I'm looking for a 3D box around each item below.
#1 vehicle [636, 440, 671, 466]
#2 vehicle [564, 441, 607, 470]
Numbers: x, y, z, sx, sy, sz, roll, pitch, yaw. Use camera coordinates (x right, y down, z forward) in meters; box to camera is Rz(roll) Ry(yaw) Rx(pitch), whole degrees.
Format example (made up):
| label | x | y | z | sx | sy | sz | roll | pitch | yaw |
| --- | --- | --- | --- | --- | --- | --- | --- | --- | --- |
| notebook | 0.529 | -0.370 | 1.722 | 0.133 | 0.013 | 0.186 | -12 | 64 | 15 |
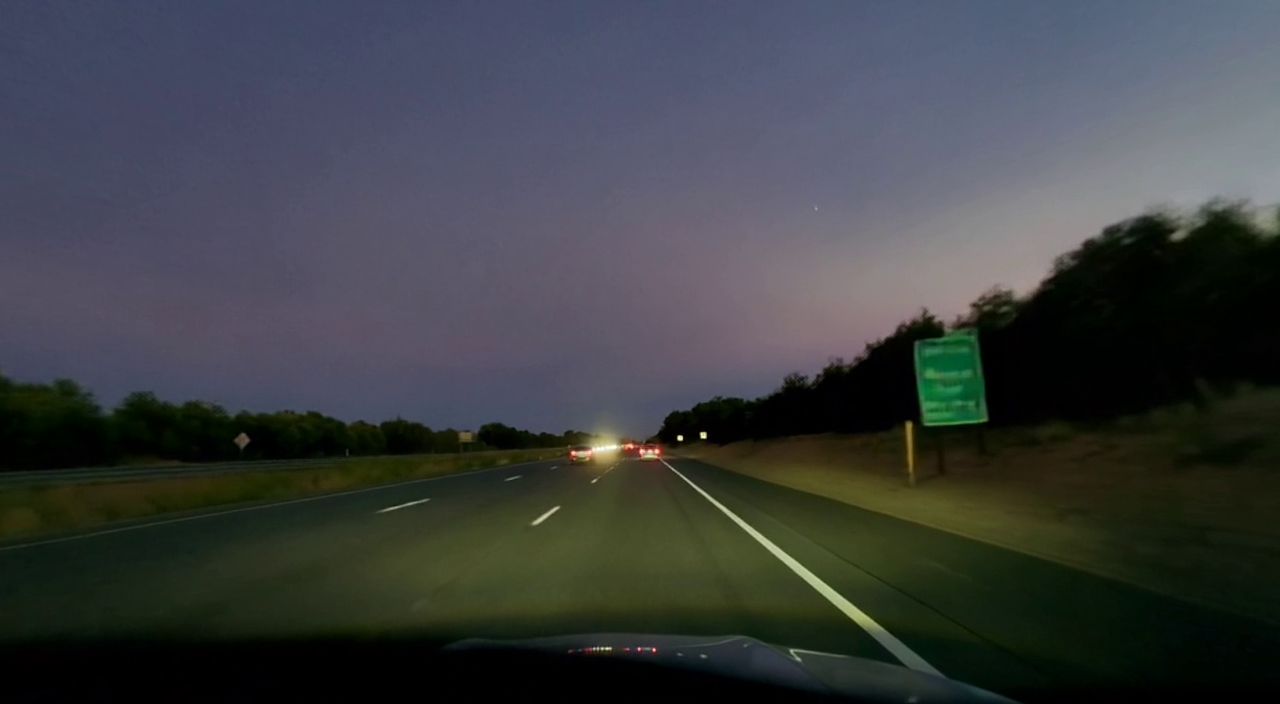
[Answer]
| label | x | y | z | sx | sy | sz | roll | pitch | yaw |
| --- | --- | --- | --- | --- | --- | --- | --- | --- | --- |
| vehicle | 0.929 | 6.950 | 43.584 | 2.259 | 1.697 | 4.106 | 0 | -8 | 1 |
| vehicle | -3.180 | 6.162 | 37.724 | 2.028 | 1.634 | 4.441 | 0 | -8 | 1 |
